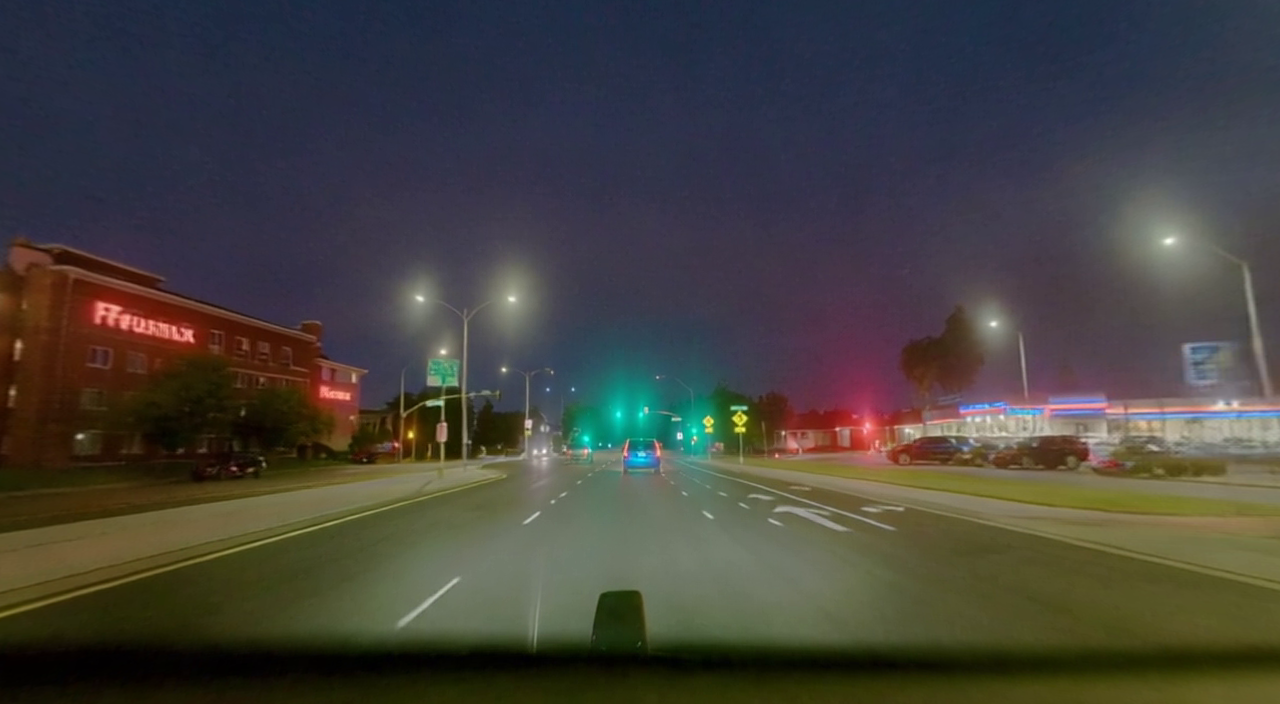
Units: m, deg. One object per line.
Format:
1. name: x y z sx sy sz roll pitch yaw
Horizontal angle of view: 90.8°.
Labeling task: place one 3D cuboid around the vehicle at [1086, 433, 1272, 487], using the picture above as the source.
1. vehicle: 18.332 3.671 21.666 4.417 1.717 2.073 0 -9 -1

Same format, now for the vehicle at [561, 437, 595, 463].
1. vehicle: -4.645 7.409 47.858 2.202 1.856 4.516 0 -9 -1

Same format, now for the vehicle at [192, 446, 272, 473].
1. vehicle: -26.353 6.974 41.047 2.031 1.622 4.722 0 -9 0

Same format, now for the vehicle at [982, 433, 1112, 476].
1. vehicle: 18.478 4.654 28.815 4.475 1.838 2.058 0 -9 -3

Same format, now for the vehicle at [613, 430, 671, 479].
1. vehicle: 0.025 4.410 27.456 2.273 1.909 5.075 0 -9 -1
